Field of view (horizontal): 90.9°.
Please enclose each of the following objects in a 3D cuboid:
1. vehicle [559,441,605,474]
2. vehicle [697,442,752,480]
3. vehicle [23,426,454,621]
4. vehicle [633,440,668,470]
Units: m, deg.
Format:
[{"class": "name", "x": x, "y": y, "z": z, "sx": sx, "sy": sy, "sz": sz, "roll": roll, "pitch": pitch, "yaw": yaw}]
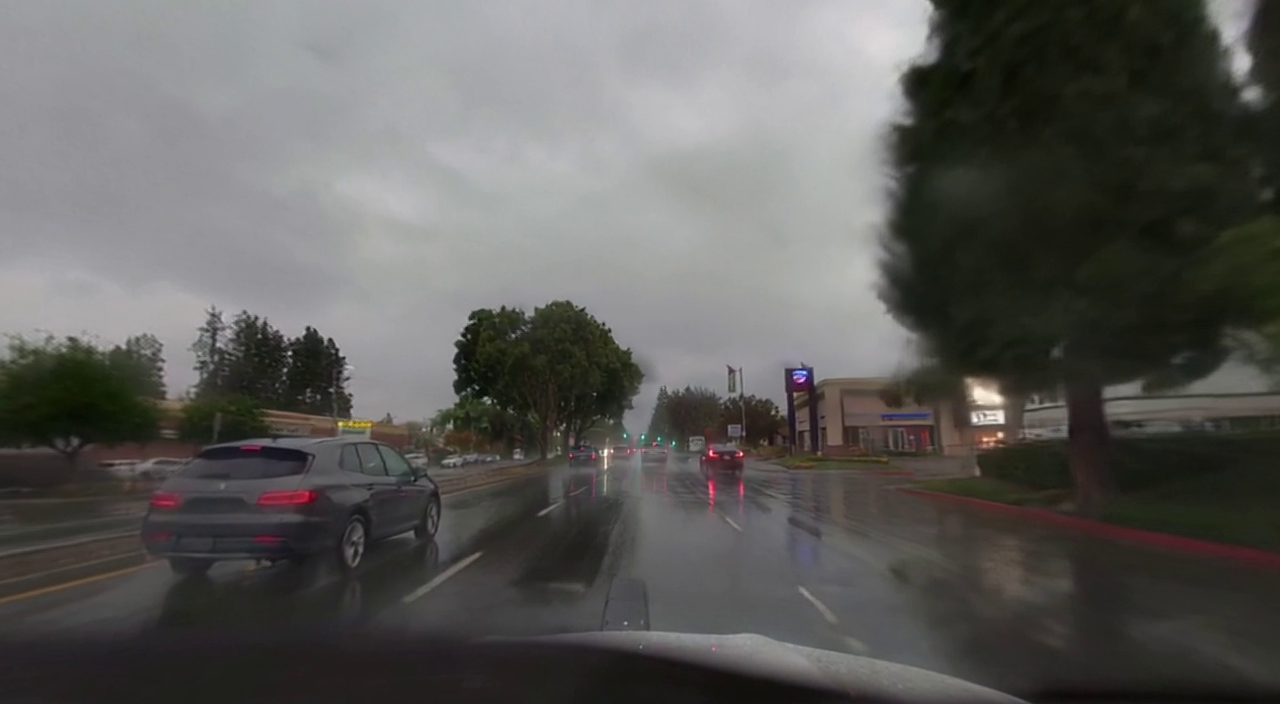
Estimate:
[{"class": "vehicle", "x": -3.133, "y": 5.782, "z": 34.745, "sx": 2.026, "sy": 1.665, "sz": 4.193, "roll": 0, "pitch": -9, "yaw": 2}, {"class": "vehicle", "x": 3.693, "y": 4.820, "z": 28.087, "sx": 1.922, "sy": 1.579, "sz": 3.642, "roll": 0, "pitch": -9, "yaw": -1}, {"class": "vehicle", "x": -3.756, "y": 1.647, "z": 7.099, "sx": 1.908, "sy": 1.481, "sz": 4.351, "roll": 0, "pitch": -9, "yaw": 1}, {"class": "vehicle", "x": 0.688, "y": 6.718, "z": 41.344, "sx": 2.193, "sy": 1.873, "sz": 4.033, "roll": 0, "pitch": -9, "yaw": 0}]
